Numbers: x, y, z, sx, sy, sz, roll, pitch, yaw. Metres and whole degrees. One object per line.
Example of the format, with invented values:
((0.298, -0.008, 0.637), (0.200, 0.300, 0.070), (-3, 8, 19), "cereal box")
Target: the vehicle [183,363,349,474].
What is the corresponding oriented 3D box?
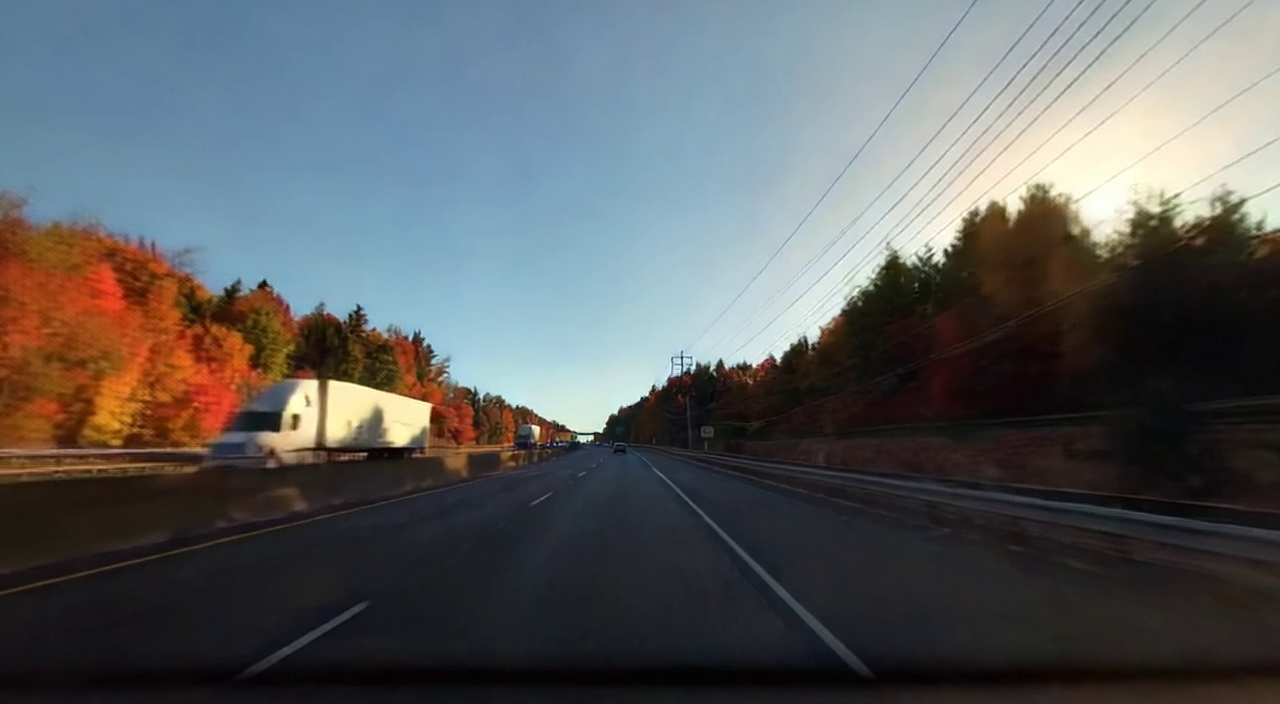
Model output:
((-15.385, 2.932, 26.499), (3.088, 4.148, 6.103), (0, -9, -1), "vehicle")
